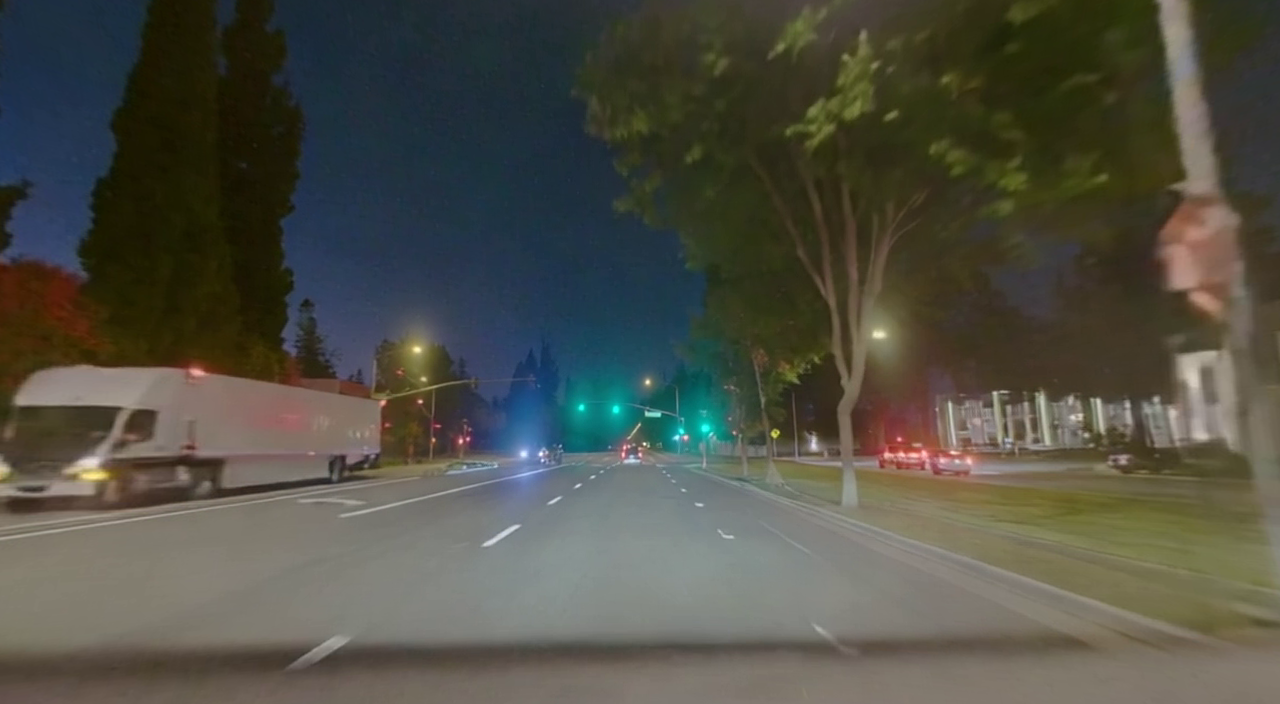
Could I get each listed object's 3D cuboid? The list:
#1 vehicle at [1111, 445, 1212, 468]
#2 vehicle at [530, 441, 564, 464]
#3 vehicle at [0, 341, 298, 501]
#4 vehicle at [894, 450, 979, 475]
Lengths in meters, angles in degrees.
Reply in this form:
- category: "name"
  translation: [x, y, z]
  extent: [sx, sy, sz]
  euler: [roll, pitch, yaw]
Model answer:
- category: "vehicle"
  translation: [34.230, 6.851, 41.597]
  extent: [4.593, 1.460, 1.926]
  euler: [-3, -9, 16]
- category: "vehicle"
  translation: [-7.075, 7.721, 48.522]
  extent: [1.946, 1.680, 4.203]
  euler: [0, -9, 0]
- category: "vehicle"
  translation: [-15.165, 2.367, 20.254]
  extent: [3.193, 3.952, 9.170]
  euler: [0, -9, 0]
- category: "vehicle"
  translation: [18.316, 6.860, 39.251]
  extent: [4.455, 1.475, 1.971]
  euler: [-2, -9, 14]
